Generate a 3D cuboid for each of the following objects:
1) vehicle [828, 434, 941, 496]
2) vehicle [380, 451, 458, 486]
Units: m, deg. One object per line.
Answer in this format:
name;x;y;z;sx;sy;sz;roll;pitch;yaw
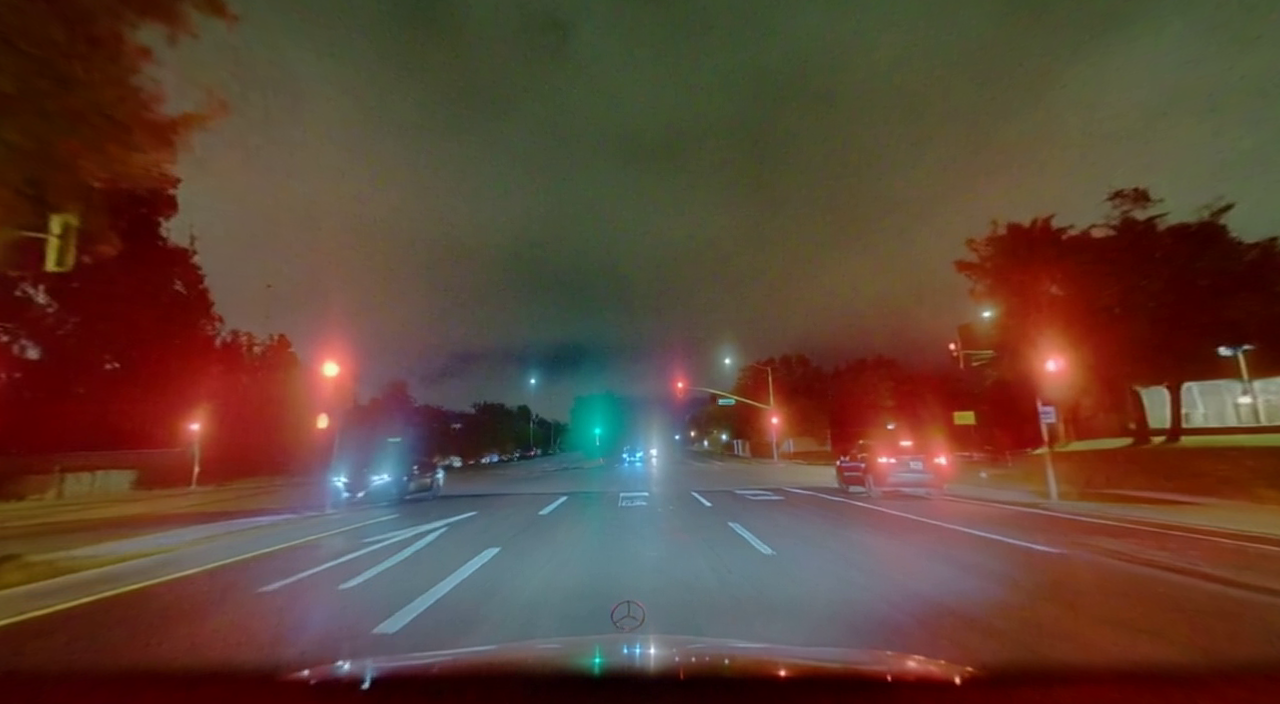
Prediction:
vehicle;7.438;3.466;19.767;2.011;1.710;4.357;-1;-9;3
vehicle;-11.626;6.042;33.055;2.065;1.477;4.519;0;-7;-44
